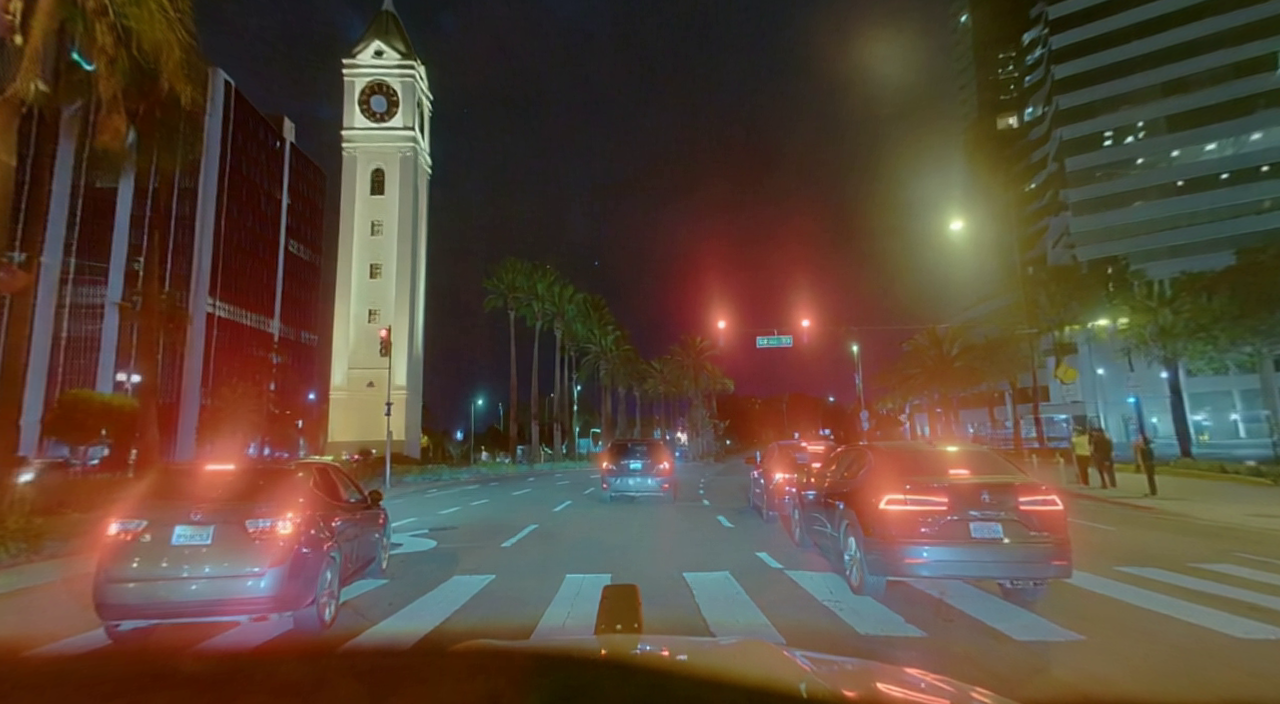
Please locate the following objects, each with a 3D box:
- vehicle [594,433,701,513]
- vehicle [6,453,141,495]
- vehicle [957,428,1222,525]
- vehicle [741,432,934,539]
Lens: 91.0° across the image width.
[{"bbox_3d":[0.177,2.611,13.990,2.048,1.503,3.681,0,-9,1],"label":"vehicle"},{"bbox_3d":[-26.700,5.724,29.954,2.105,1.793,4.812,0,-9,-4],"label":"vehicle"},{"bbox_3d":[8.174,2.282,12.087,1.859,1.508,4.259,0,-9,-1],"label":"vehicle"},{"bbox_3d":[3.101,2.191,11.004,1.913,1.469,4.425,0,-9,0],"label":"vehicle"}]
